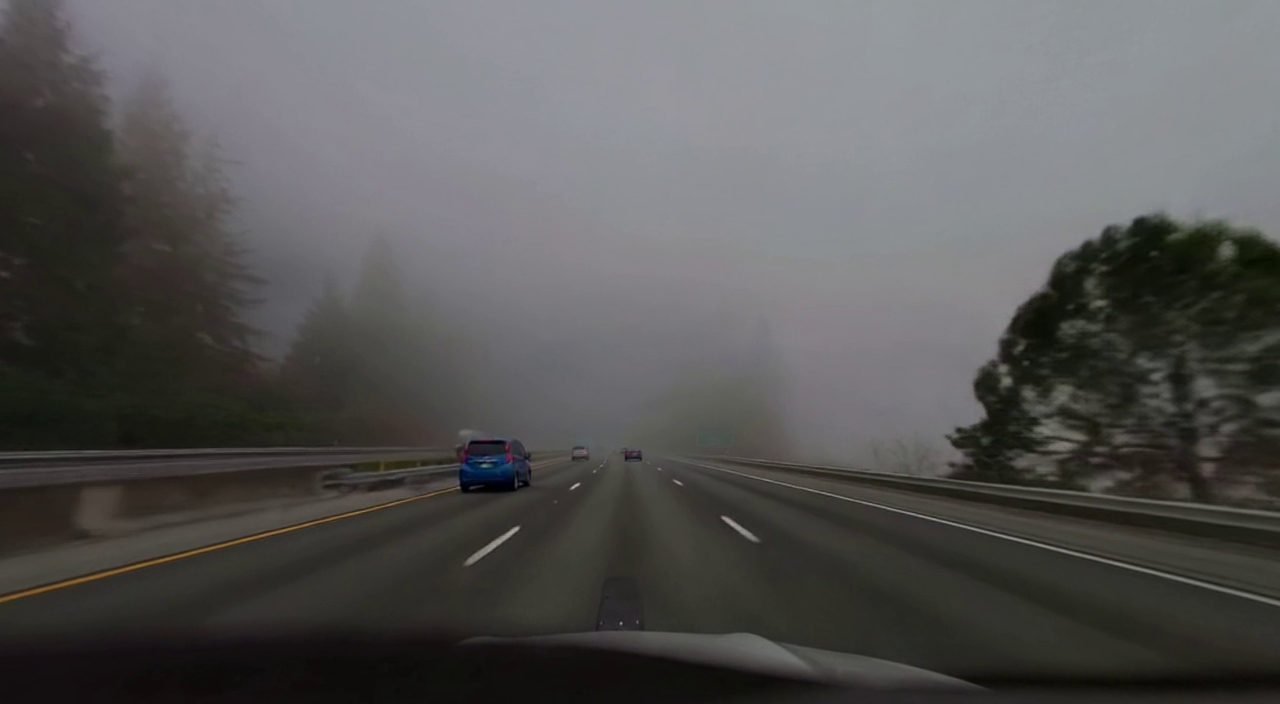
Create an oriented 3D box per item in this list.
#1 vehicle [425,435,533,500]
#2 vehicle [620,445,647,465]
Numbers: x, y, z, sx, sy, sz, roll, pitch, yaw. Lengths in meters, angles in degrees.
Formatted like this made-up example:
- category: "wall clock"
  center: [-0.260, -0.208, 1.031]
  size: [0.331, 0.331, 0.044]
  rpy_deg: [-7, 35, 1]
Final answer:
- category: "vehicle"
  center: [-4.537, 3.305, 18.480]
  size: [2.088, 1.675, 4.108]
  rpy_deg: [0, -9, -1]
- category: "vehicle"
  center: [-0.549, 8.090, 49.584]
  size: [2.008, 1.499, 3.192]
  rpy_deg: [0, -9, -3]
